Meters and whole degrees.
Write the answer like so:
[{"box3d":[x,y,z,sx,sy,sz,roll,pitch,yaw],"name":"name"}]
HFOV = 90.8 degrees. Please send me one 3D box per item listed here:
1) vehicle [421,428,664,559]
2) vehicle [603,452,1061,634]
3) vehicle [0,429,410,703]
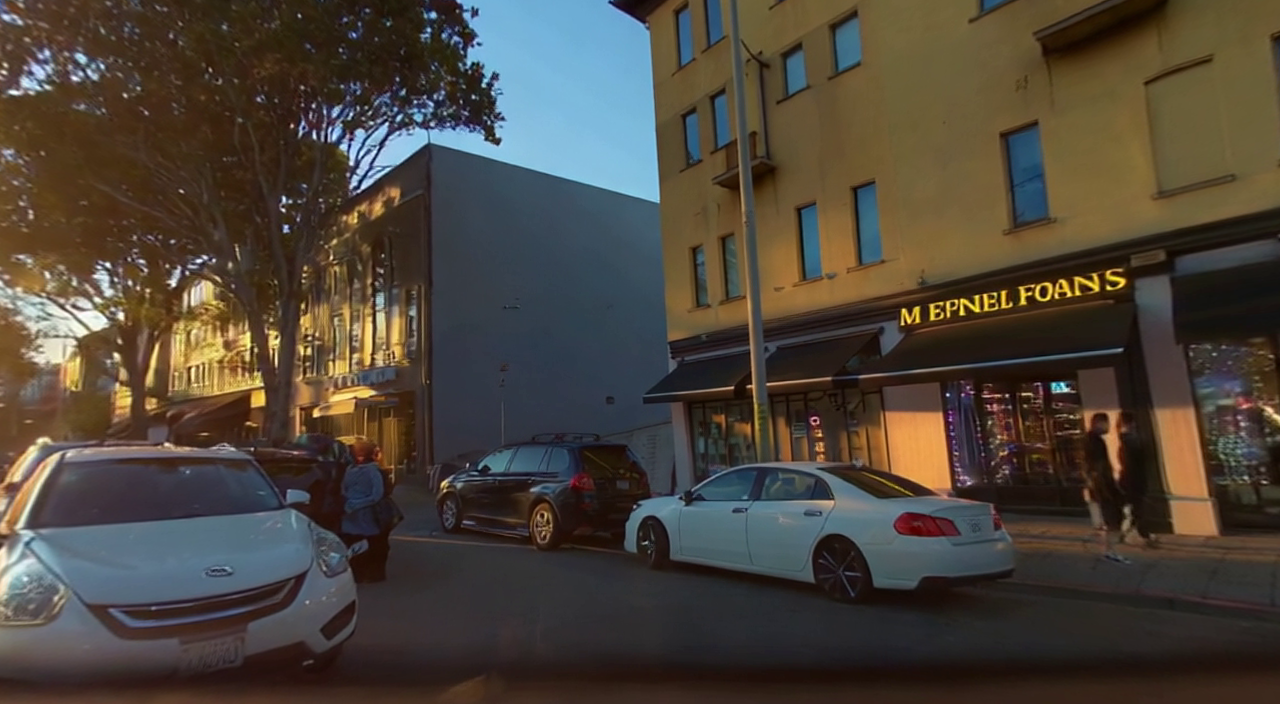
[{"box3d":[-1.904,2.359,11.320,4.580,1.853,1.862,-8,-12,43],"name":"vehicle"},{"box3d":[1.907,1.926,7.513,4.830,1.421,1.826,-8,-11,42],"name":"vehicle"},{"box3d":[-3.535,1.309,4.263,4.330,1.458,1.932,-8,-12,43],"name":"vehicle"}]
